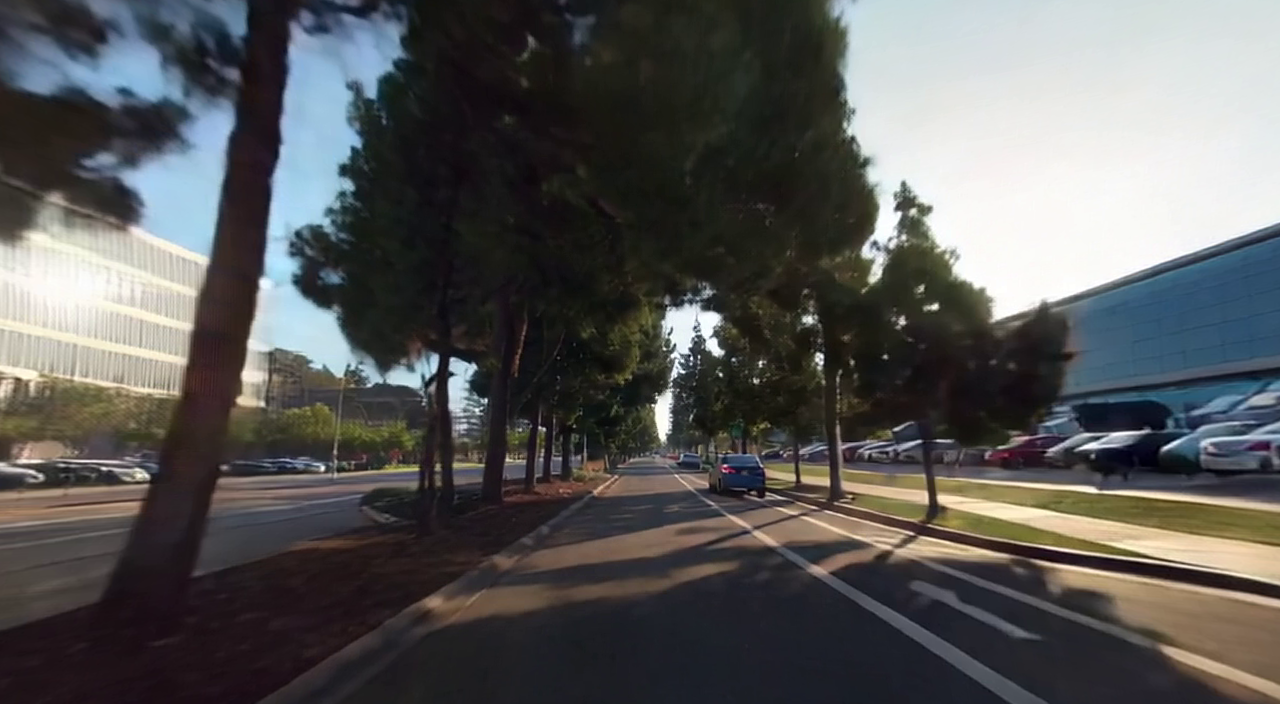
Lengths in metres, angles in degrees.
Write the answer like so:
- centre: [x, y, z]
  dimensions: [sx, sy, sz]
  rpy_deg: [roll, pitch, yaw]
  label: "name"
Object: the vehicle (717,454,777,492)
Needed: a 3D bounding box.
- centre: [4.757, 5.422, 28.652]
  dimensions: [1.909, 1.503, 4.368]
  rpy_deg: [0, -8, 0]
  label: "vehicle"
